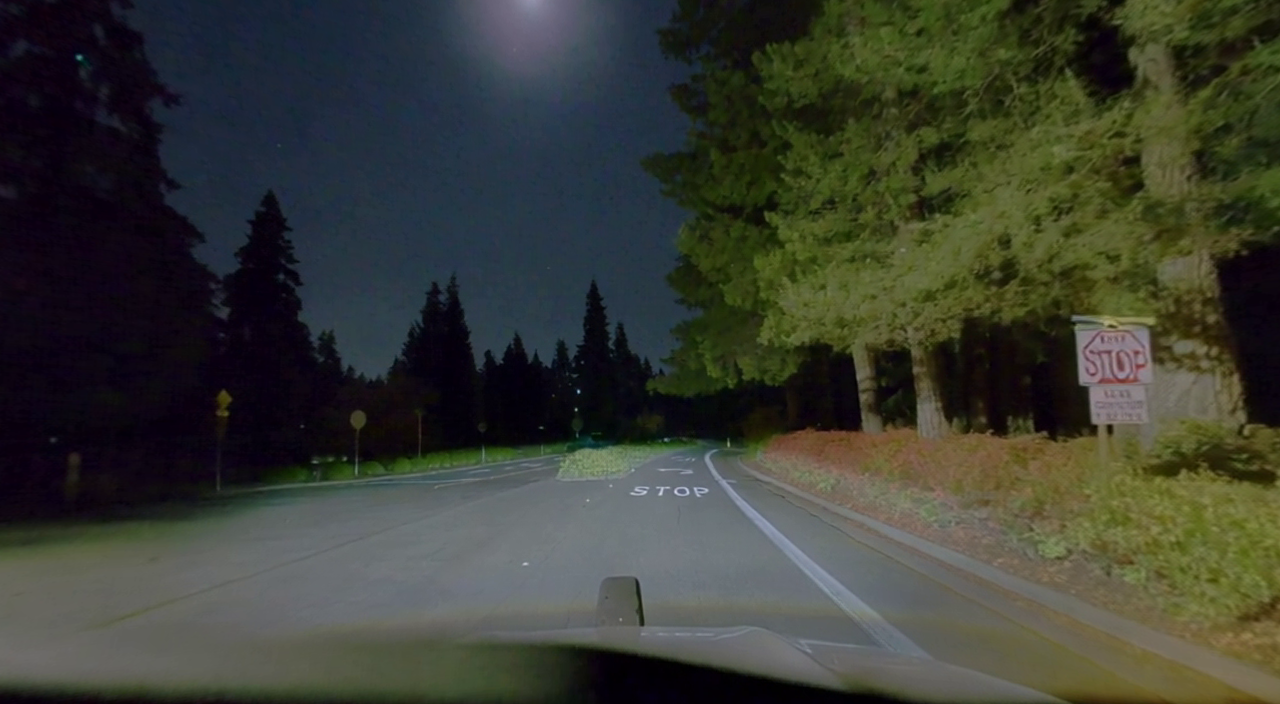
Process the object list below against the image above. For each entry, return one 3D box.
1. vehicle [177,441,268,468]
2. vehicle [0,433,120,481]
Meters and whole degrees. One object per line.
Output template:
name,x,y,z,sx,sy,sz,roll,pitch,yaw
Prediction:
vehicle,-24.807,6.097,37.632,4.007,1.459,1.952,-1,-9,0
vehicle,-28.356,5.080,30.617,4.733,1.892,1.939,-4,-4,2
